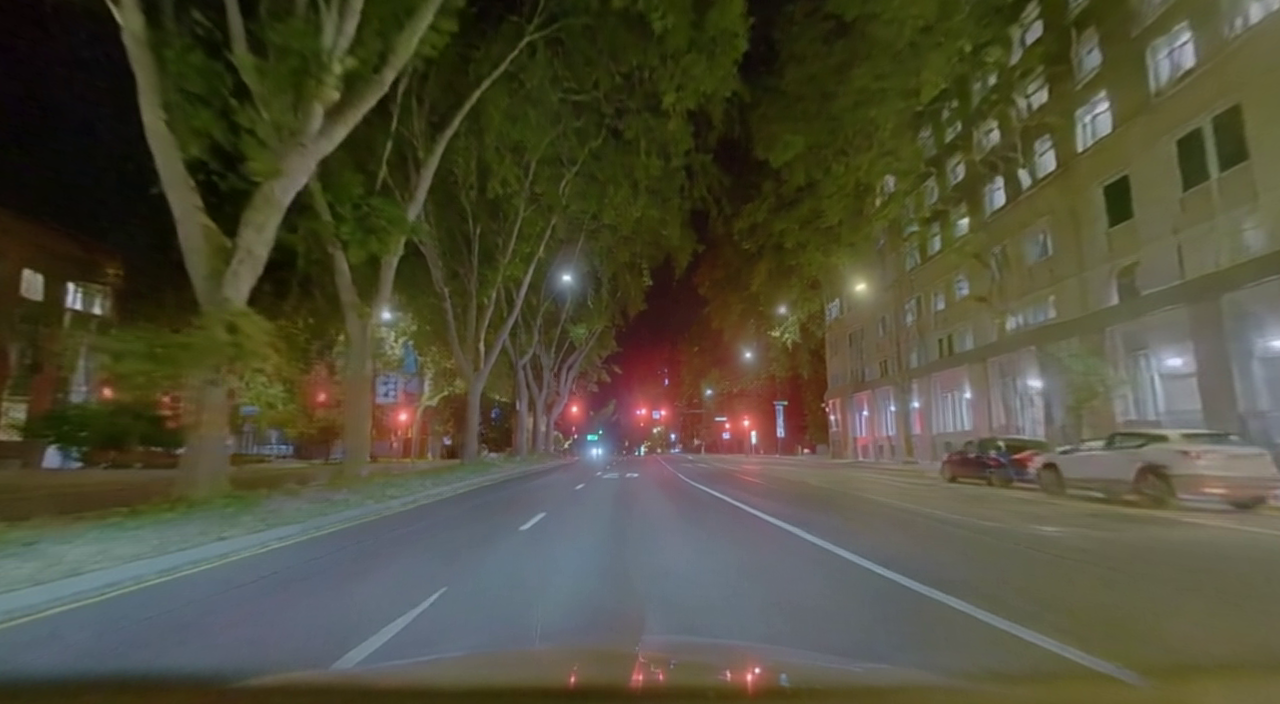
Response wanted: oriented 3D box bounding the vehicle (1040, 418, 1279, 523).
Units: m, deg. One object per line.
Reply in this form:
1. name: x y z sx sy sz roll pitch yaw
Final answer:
1. vehicle: 10.771 2.326 12.941 1.947 1.716 4.861 0 -8 0

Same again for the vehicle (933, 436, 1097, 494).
1. vehicle: 10.913 3.310 18.919 2.043 1.491 4.627 0 -8 0
